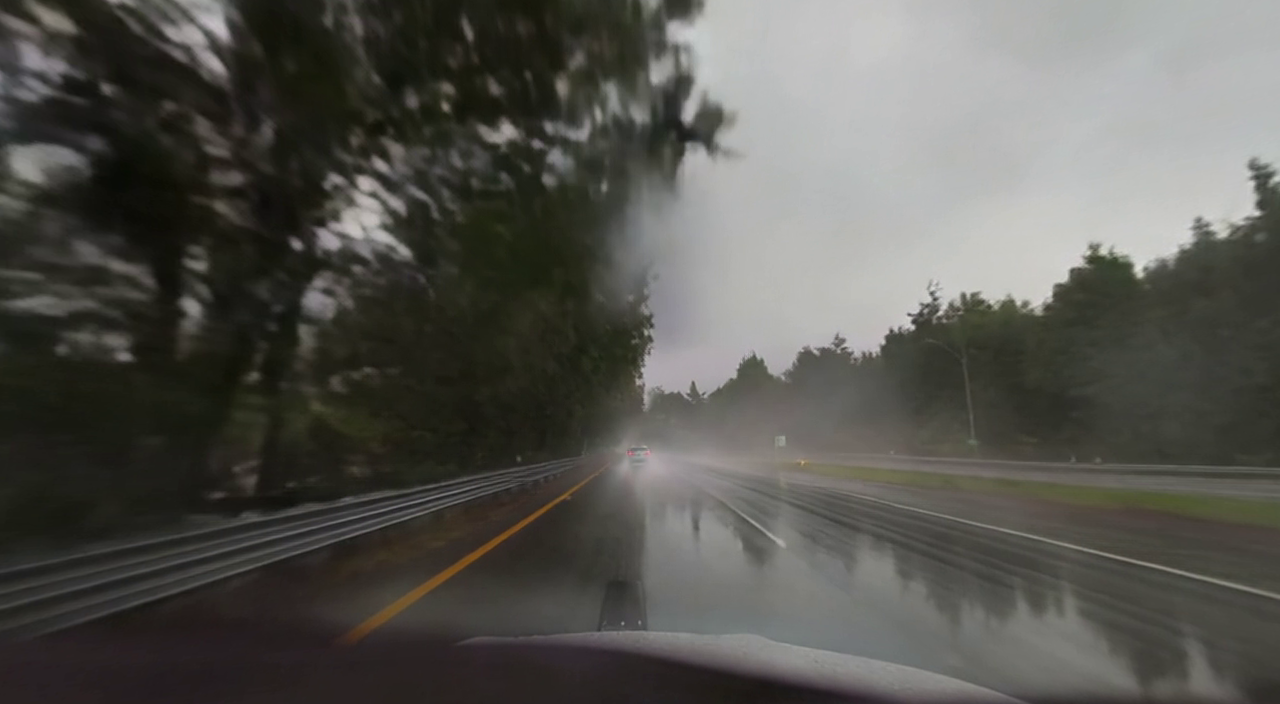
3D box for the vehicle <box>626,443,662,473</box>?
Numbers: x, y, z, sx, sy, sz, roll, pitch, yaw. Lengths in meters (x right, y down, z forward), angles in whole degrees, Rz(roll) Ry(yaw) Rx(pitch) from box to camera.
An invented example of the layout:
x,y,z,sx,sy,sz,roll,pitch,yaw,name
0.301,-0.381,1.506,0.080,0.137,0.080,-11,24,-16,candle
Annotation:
x,y,z,sx,sy,sz,roll,pitch,yaw,name
0.218,6.201,37.028,1.987,1.658,3.620,0,-9,0,vehicle
